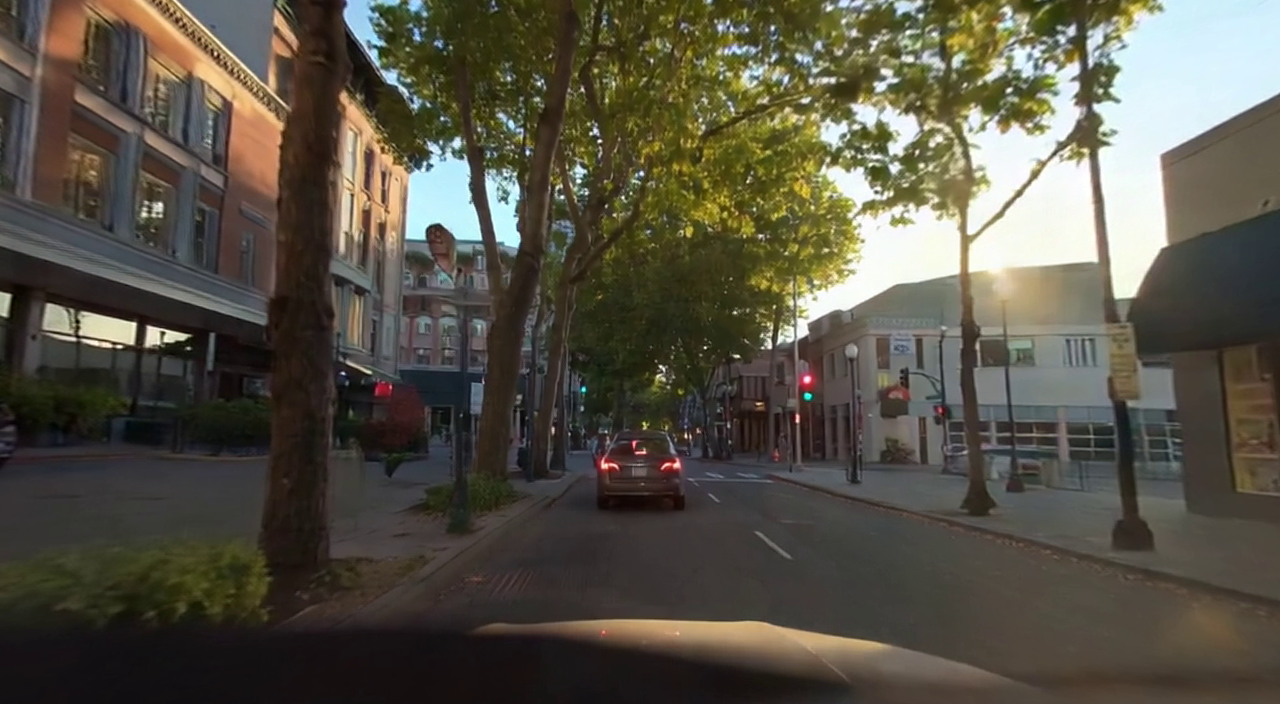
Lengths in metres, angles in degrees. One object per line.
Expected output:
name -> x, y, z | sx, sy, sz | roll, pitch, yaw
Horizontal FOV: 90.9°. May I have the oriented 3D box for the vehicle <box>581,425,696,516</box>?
vehicle -> -0.069, 2.449, 13.439 | 2.079, 1.621, 3.861 | 0, -9, -1
